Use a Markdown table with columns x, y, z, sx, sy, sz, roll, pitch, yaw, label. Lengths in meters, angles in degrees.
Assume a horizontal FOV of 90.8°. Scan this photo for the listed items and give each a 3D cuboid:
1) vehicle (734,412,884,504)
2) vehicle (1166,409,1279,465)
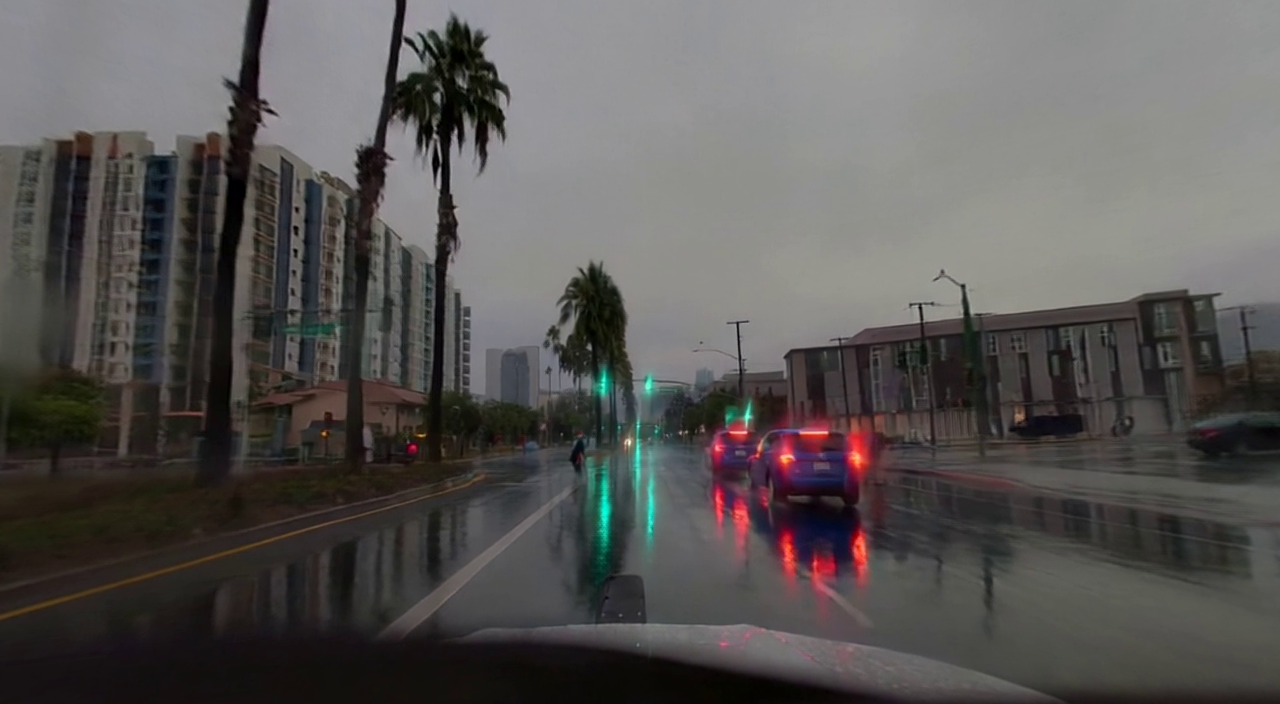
| x | y | z | sx | sy | sz | roll | pitch | yaw | label |
| --- | --- | --- | --- | --- | --- | --- | --- | --- | --- |
| 3.634 | 2.407 | 14.683 | 2.060 | 1.756 | 4.770 | 0 | -8 | -1 | vehicle |
| 19.518 | 2.699 | 19.983 | 1.761 | 1.615 | 4.403 | 0 | -9 | -3 | vehicle |
